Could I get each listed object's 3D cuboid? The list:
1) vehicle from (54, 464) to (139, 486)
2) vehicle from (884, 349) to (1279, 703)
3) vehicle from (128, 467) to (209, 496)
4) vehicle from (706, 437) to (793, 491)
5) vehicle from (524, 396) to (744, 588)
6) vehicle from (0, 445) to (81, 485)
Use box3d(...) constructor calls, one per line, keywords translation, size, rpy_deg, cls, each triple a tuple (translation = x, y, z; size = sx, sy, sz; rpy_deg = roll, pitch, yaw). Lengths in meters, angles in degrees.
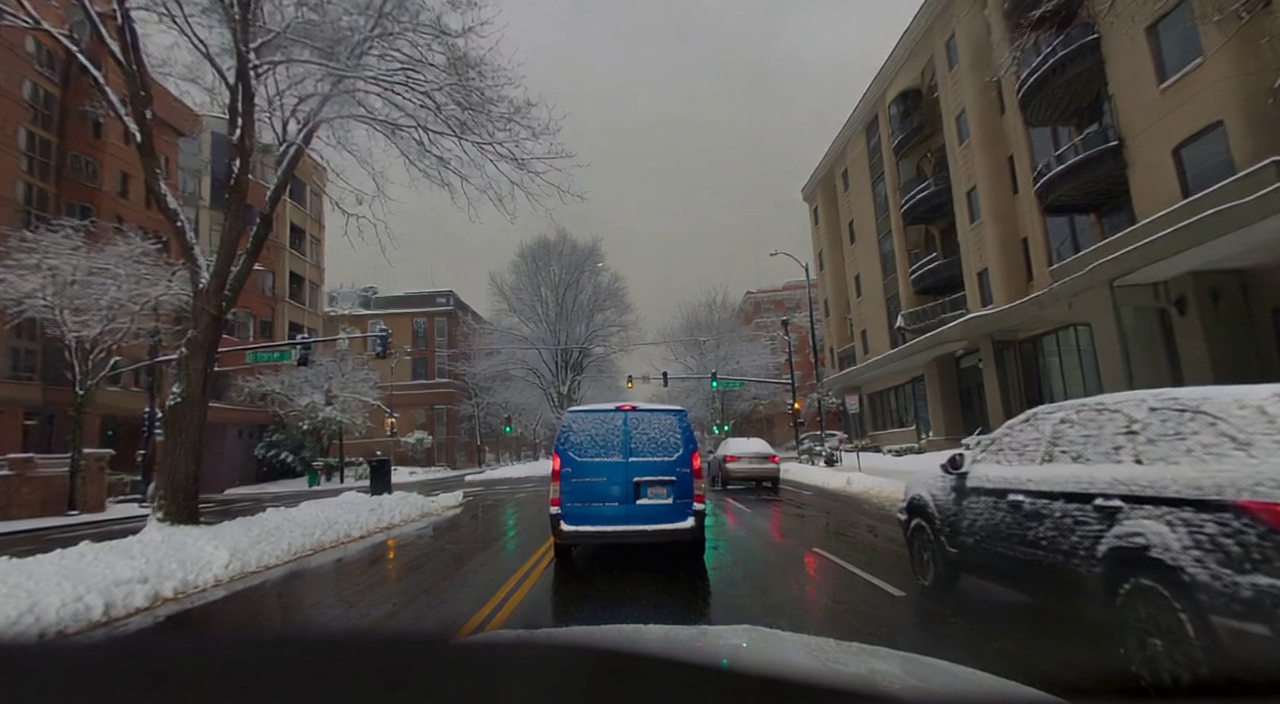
box3d(translation=(-38.396, 8.690, 44.610), size=(4.396, 1.458, 1.809), rpy_deg=(-1, -9, 2), cls="vehicle")
box3d(translation=(3.788, 1.157, 4.779), size=(2.157, 1.748, 4.130), rpy_deg=(0, -9, -1), cls="vehicle")
box3d(translation=(-33.207, 9.127, 44.500), size=(4.292, 1.492, 1.772), rpy_deg=(-6, -14, -1), cls="vehicle")
box3d(translation=(3.709, 3.879, 22.270), size=(2.061, 1.676, 4.734), rpy_deg=(0, -9, -2), cls="vehicle")
box3d(translation=(-0.043, 1.666, 8.274), size=(2.101, 1.828, 4.270), rpy_deg=(0, -9, 0), cls="vehicle")
box3d(translation=(-43.375, 8.050, 44.896), size=(4.828, 2.159, 2.127), rpy_deg=(-4, -14, -11), cls="vehicle")
